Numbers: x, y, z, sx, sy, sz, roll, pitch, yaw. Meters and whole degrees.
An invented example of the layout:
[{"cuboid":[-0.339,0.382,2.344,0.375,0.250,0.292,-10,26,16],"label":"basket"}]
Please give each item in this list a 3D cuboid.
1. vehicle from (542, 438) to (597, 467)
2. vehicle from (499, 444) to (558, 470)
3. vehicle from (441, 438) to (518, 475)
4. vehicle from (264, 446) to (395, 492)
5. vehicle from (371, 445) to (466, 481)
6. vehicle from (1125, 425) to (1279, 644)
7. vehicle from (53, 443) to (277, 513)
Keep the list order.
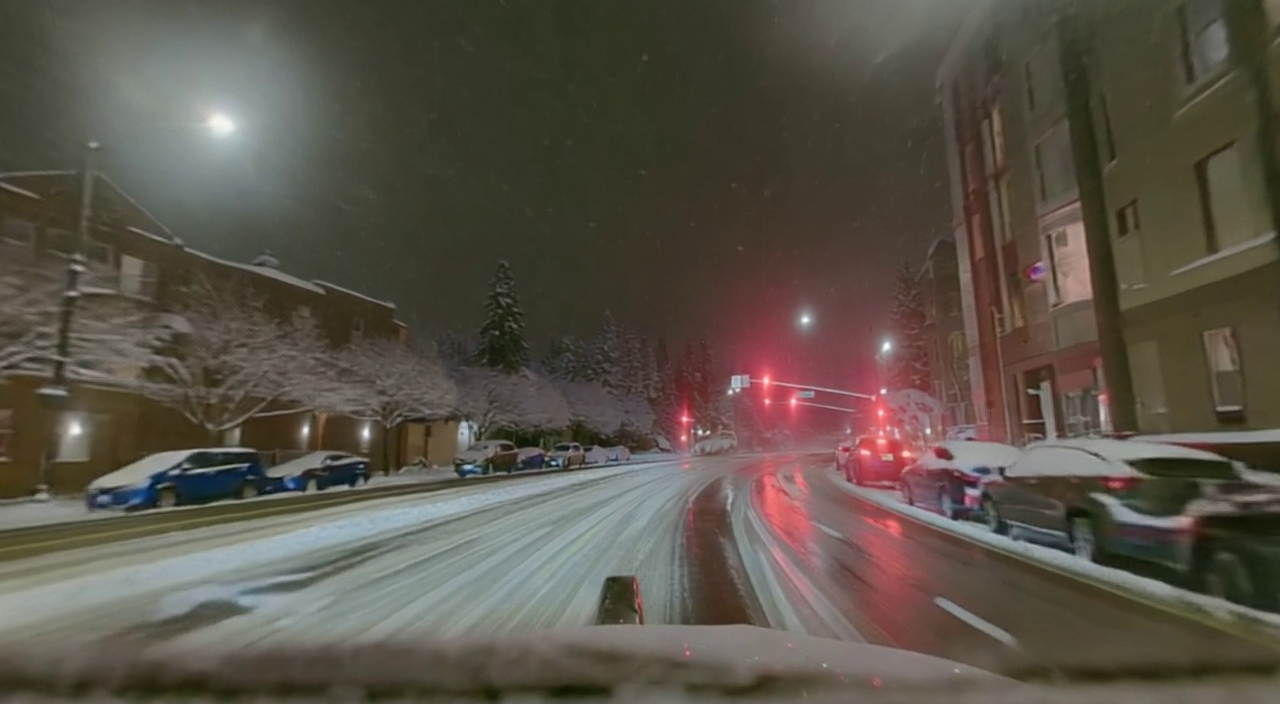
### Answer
[{"cuboid":[-4.890,7.068,44.647,2.083,1.882,4.642,-2,-9,17],"label":"vehicle"},{"cuboid":[-6.786,6.455,39.056,1.830,1.497,4.436,-2,-9,16],"label":"vehicle"},{"cuboid":[-8.368,5.487,33.458,1.933,1.759,5.002,-2,-9,11],"label":"vehicle"},{"cuboid":[-10.883,4.098,22.583,1.841,1.444,4.554,-1,-9,9],"label":"vehicle"},{"cuboid":[-9.771,4.929,28.366,1.811,1.459,4.702,-2,-9,12],"label":"vehicle"},{"cuboid":[5.356,1.123,3.399,1.977,1.497,4.680,0,-8,4],"label":"vehicle"},{"cuboid":[-11.716,3.089,16.087,1.882,1.508,4.476,-1,-8,7],"label":"vehicle"}]
